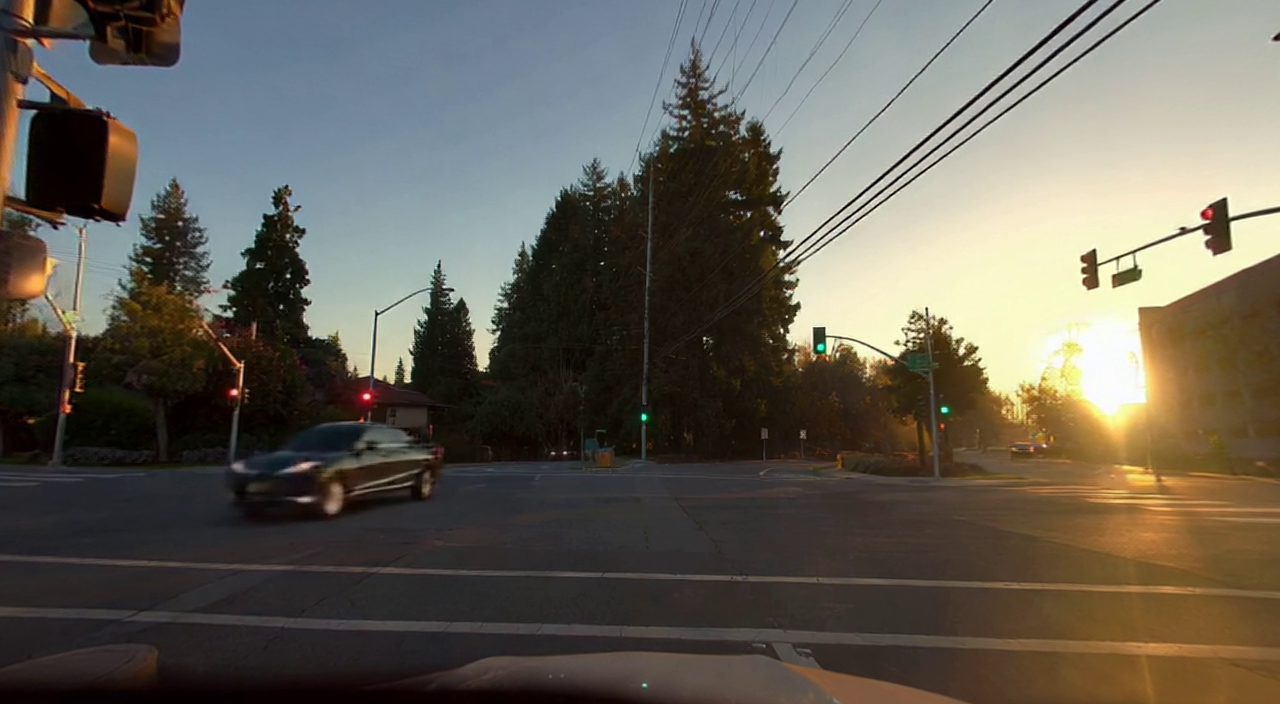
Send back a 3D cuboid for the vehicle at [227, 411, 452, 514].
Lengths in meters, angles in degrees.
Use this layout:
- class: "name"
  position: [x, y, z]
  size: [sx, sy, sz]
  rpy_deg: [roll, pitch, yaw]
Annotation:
- class: "vehicle"
  position: [-6.093, 2.337, 13.838]
  size: [2.234, 1.796, 5.416]
  rpy_deg: [0, -8, 0]
